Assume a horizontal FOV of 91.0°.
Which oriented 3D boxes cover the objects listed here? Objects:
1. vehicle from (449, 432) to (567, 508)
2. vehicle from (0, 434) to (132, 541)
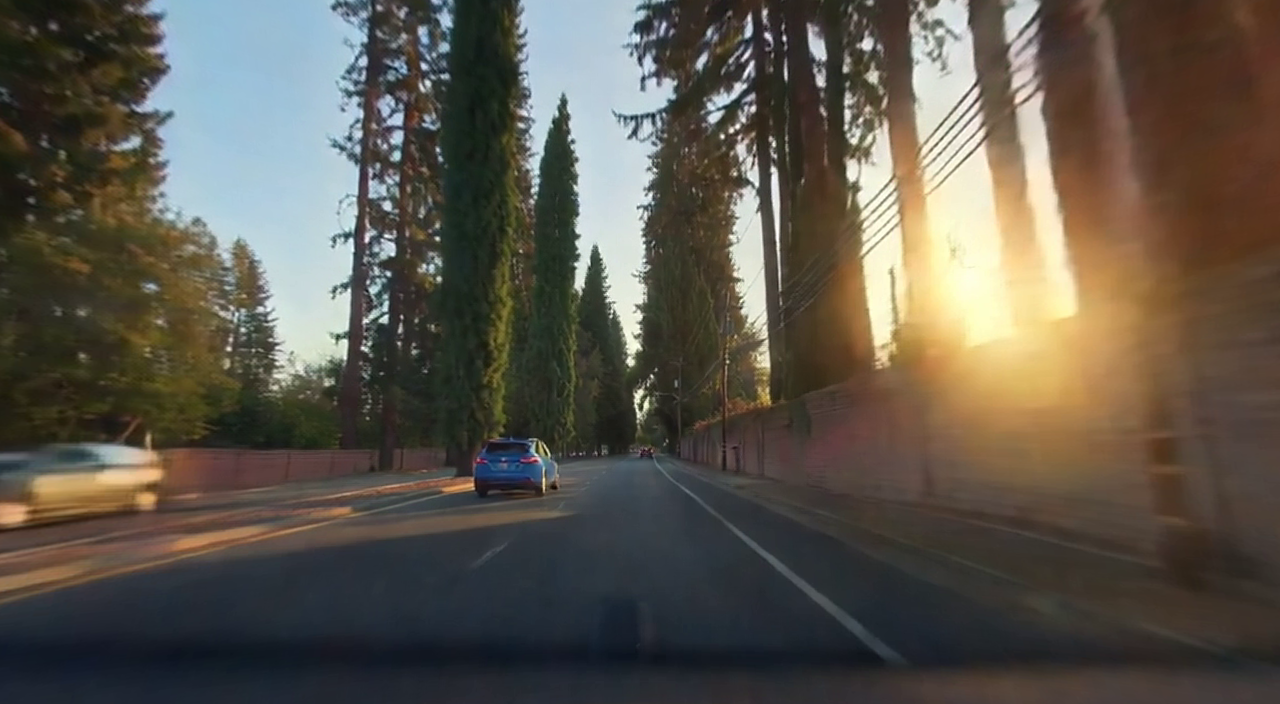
[{"bbox_3d":[-3.352,3.096,16.999,2.147,1.730,4.555,0,-9,1],"label":"vehicle"},{"bbox_3d":[-12.332,2.513,11.925,1.930,1.868,4.063,0,-8,0],"label":"vehicle"}]
